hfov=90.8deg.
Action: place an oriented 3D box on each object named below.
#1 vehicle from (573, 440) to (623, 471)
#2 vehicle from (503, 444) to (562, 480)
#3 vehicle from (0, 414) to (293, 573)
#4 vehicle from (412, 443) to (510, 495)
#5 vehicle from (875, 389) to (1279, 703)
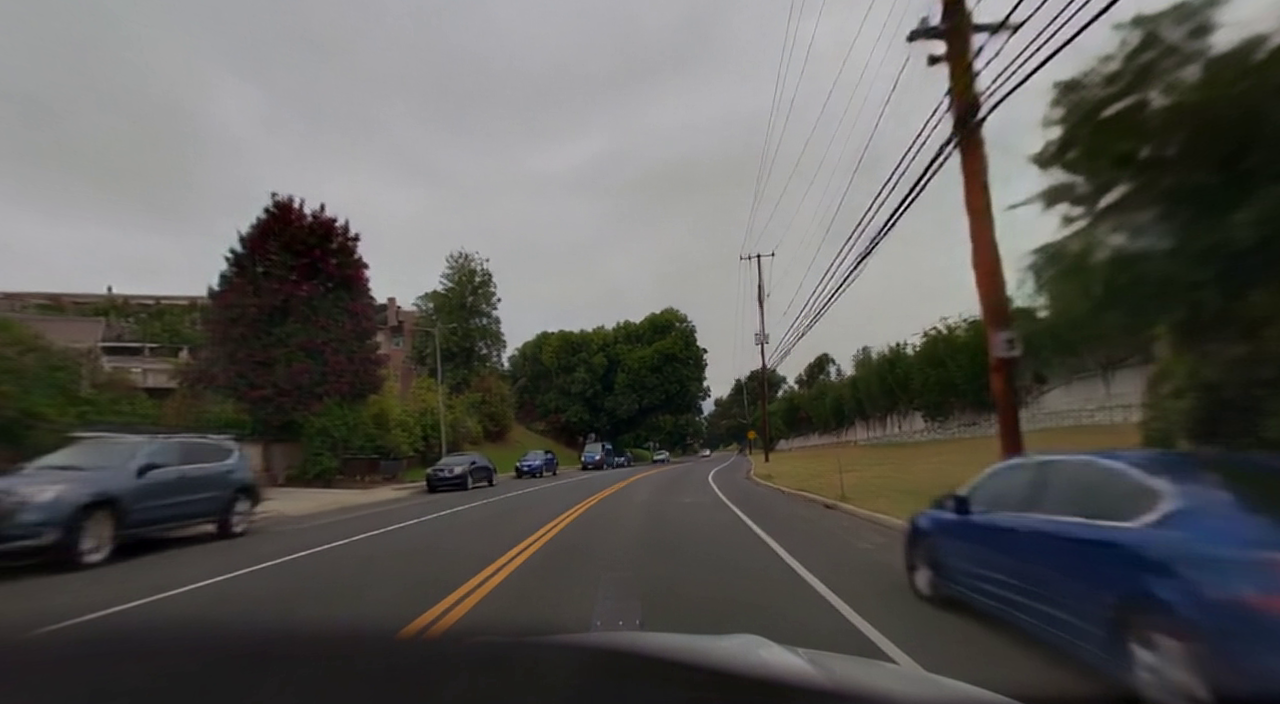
[{"bbox_3d":[-2.967,7.572,45.919,2.295,1.989,5.055,-4,-11,11],"label":"vehicle"},{"bbox_3d":[-5.477,5.713,32.497,1.927,1.542,3.886,-5,-13,6],"label":"vehicle"},{"bbox_3d":[-7.329,1.951,9.139,2.025,1.715,4.363,-1,-10,1],"label":"vehicle"},{"bbox_3d":[-6.396,4.332,23.208,1.840,1.523,4.333,4,-11,6],"label":"vehicle"},{"bbox_3d":[3.346,1.143,3.933,2.054,1.470,4.504,0,-9,0],"label":"vehicle"}]
